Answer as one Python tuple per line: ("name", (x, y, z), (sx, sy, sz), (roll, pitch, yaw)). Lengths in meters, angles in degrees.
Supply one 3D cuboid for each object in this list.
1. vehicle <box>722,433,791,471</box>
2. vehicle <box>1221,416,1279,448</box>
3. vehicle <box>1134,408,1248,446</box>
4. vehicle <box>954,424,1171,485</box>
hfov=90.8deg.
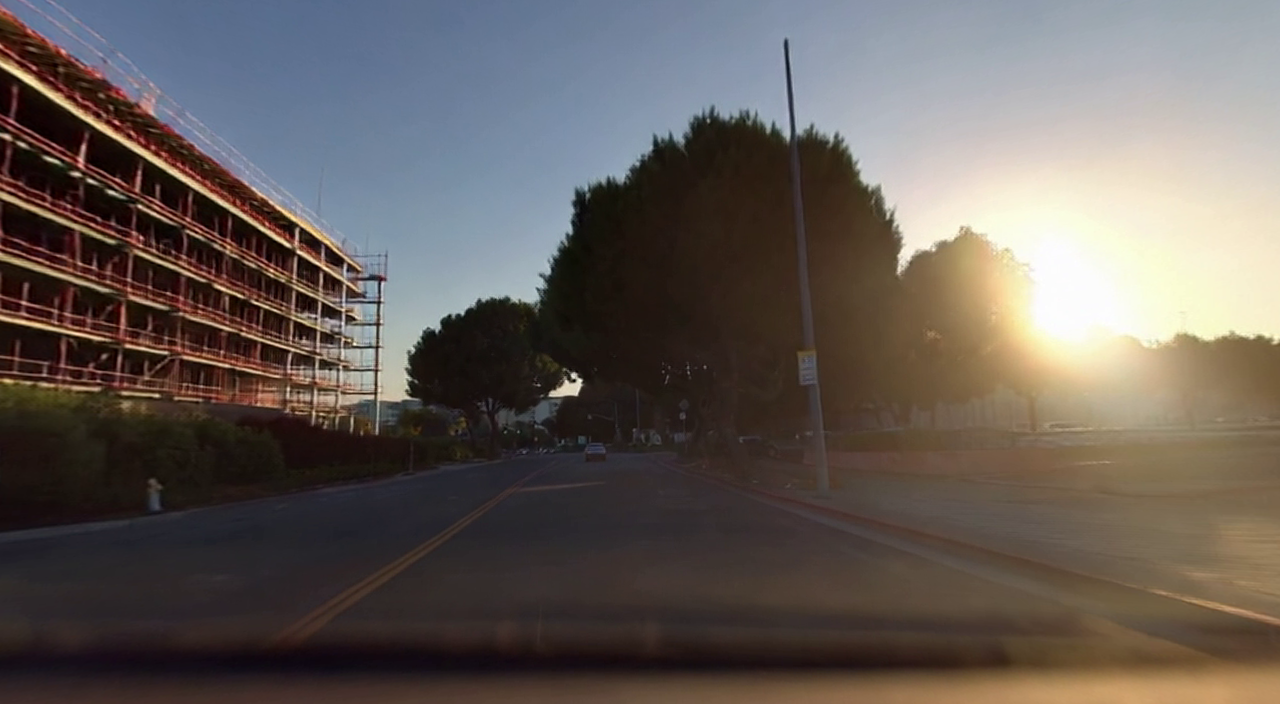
("vehicle", (6.285, 5.487, 34.936), (2.267, 1.911, 5.816), (1, -8, -4))
("vehicle", (32.683, 4.094, 32.469), (1.827, 1.478, 3.773), (0, -5, -7))
("vehicle", (29.815, 4.141, 34.372), (1.923, 1.823, 4.343), (-1, -9, -6))
("vehicle", (11.014, 2.708, 16.682), (4.392, 1.478, 1.932), (1, -9, -4))
